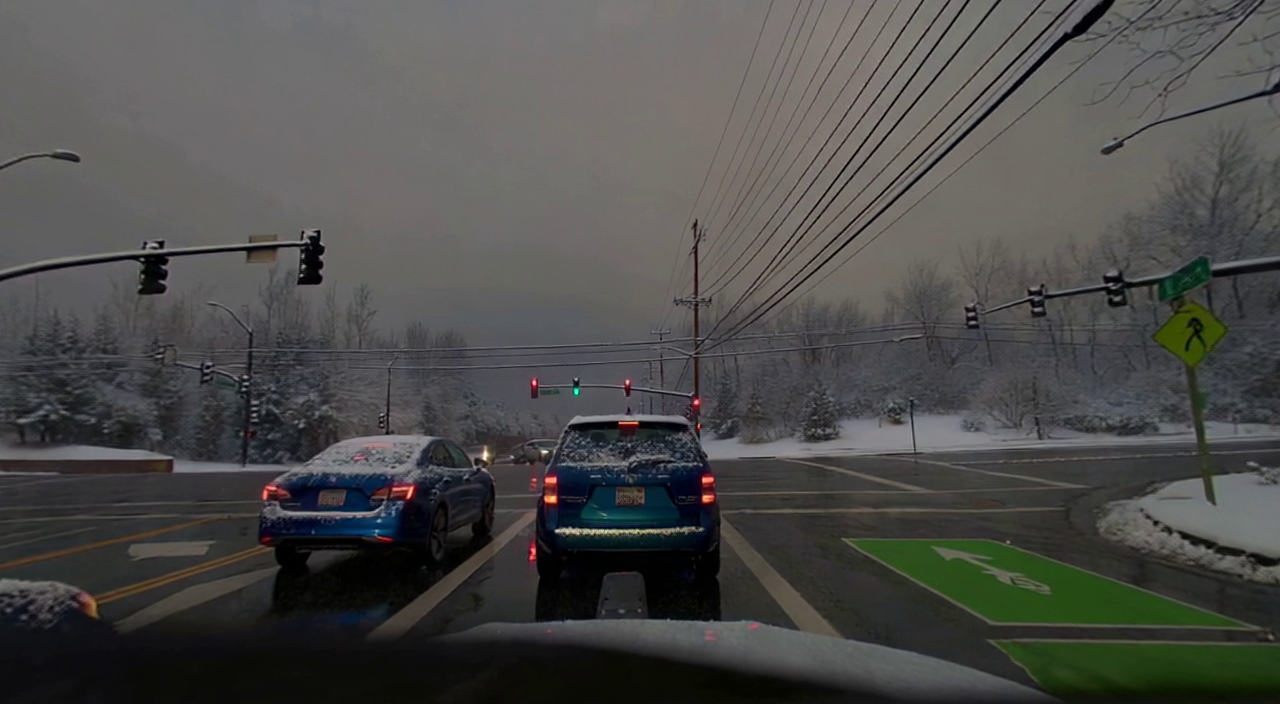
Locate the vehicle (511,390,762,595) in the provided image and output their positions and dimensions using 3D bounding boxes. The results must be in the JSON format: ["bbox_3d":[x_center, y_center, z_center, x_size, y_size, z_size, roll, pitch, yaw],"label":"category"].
[{"bbox_3d":[-0.060,1.522,7.615,2.182,1.773,4.041,0,-8,-1],"label":"vehicle"}]

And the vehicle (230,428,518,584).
[{"bbox_3d":[-2.932,1.767,8.007,1.969,1.486,3.702,0,-8,1],"label":"vehicle"}]

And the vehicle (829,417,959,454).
[{"bbox_3d":[13.846,4.605,34.825,6.143,1.944,2.229,-1,-8,5],"label":"vehicle"}]

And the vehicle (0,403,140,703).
[{"bbox_3d":[-3.350,0.662,0.449,1.928,1.488,4.936,0,-8,0],"label":"vehicle"}]
